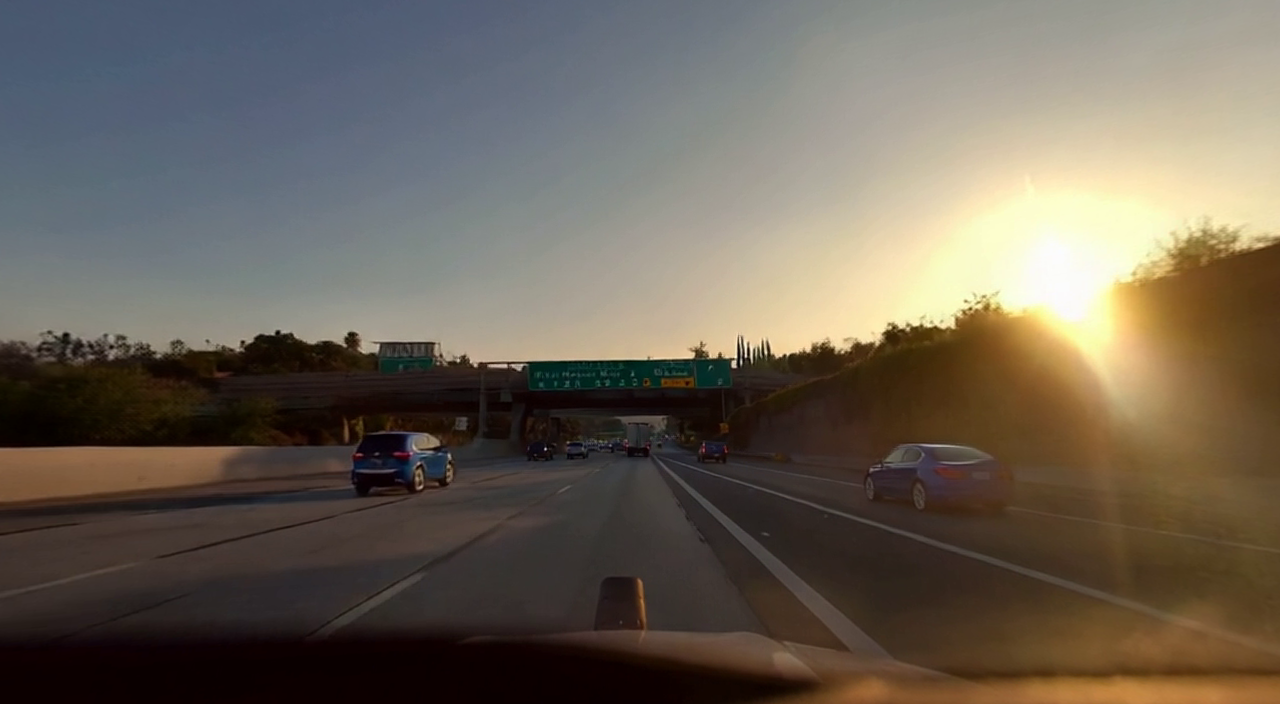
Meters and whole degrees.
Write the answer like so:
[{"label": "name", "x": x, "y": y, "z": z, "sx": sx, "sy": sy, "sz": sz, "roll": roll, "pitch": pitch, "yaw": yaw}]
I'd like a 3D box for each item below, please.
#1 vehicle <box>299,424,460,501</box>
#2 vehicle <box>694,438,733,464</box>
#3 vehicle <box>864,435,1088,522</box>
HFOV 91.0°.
[{"label": "vehicle", "x": -6.639, "y": 2.896, "z": 16.871, "sx": 2.179, "sy": 1.753, "sz": 4.999, "roll": 0, "pitch": -9, "yaw": 0}, {"label": "vehicle", "x": 5.531, "y": 7.562, "z": 48.240, "sx": 2.220, "sy": 1.898, "sz": 4.752, "roll": 0, "pitch": -9, "yaw": -3}, {"label": "vehicle", "x": 6.775, "y": 2.579, "z": 13.455, "sx": 2.075, "sy": 1.510, "sz": 4.569, "roll": 0, "pitch": -9, "yaw": -3}]
